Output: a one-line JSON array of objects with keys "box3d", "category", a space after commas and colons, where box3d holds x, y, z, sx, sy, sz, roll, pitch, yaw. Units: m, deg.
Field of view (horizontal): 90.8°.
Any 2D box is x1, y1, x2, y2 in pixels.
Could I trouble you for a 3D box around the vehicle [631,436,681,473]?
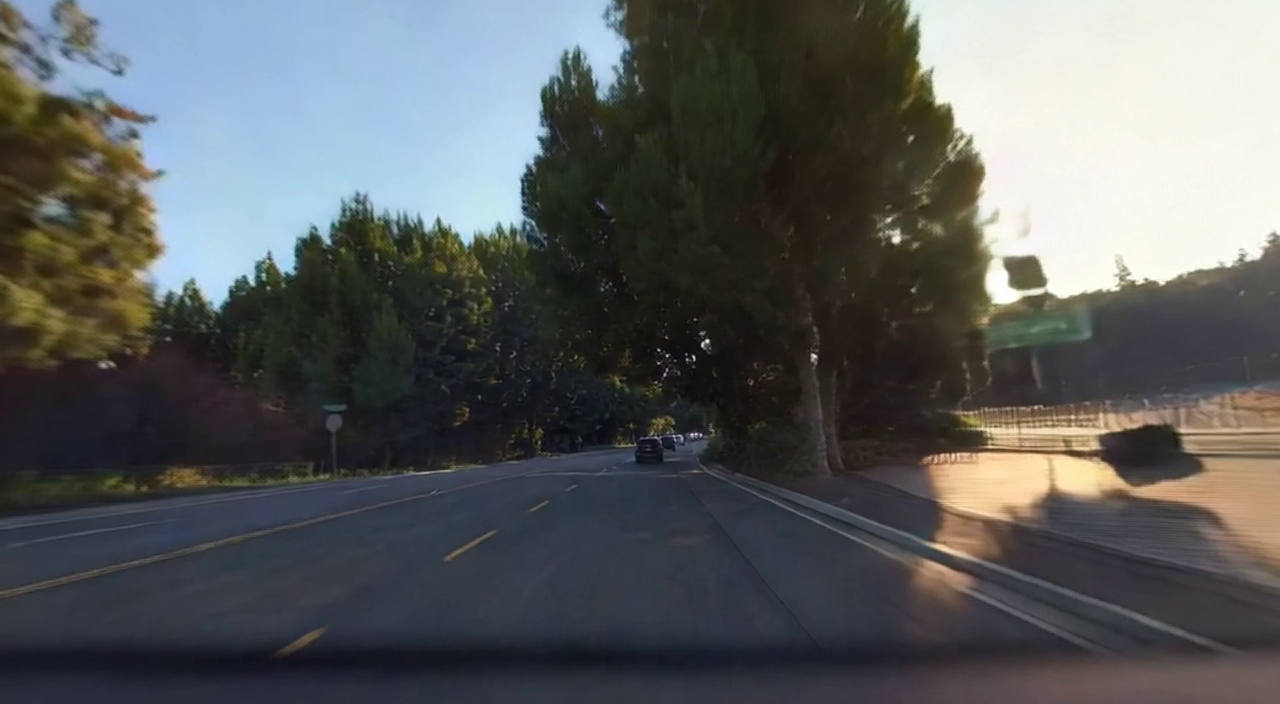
[{"box3d": [0.871, 5.068, 31.381, 2.294, 1.708, 4.110, 0, -9, 3], "category": "vehicle"}]
